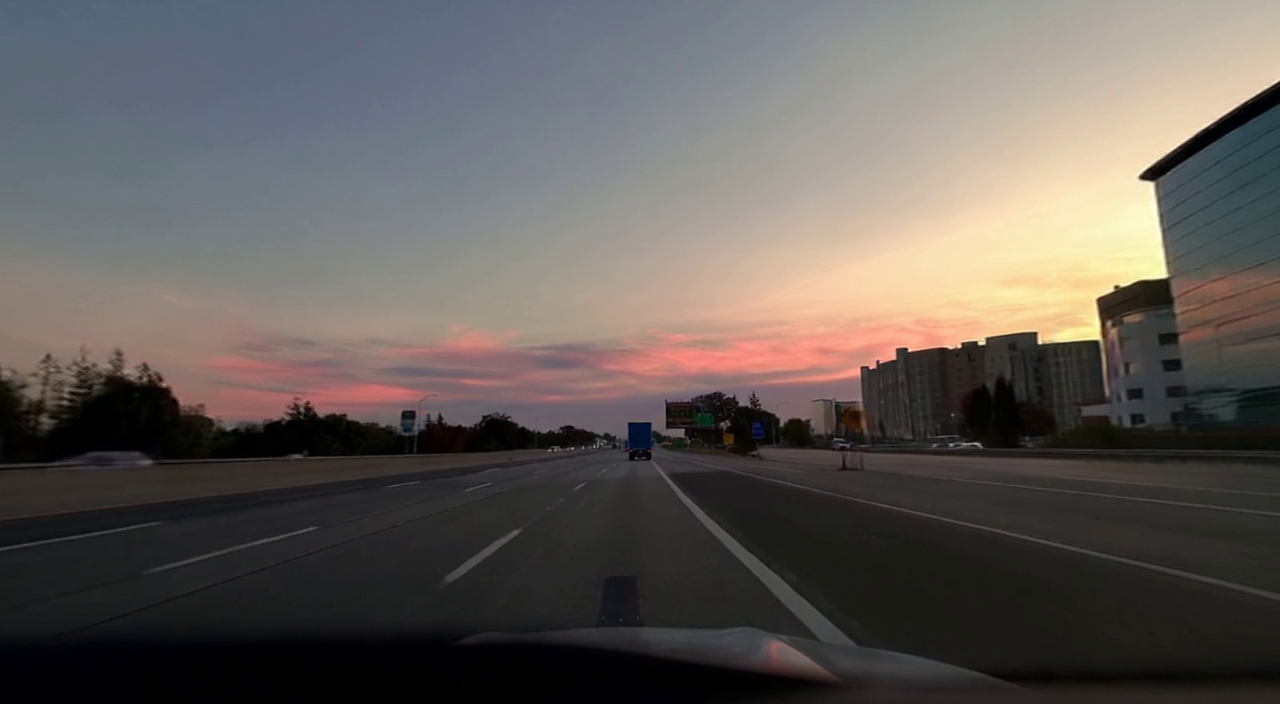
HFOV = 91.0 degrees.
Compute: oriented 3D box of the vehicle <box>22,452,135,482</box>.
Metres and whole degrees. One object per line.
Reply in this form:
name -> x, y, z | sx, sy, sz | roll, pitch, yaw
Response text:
vehicle -> -30.882, 6.319, 34.881 | 1.813, 1.512, 4.782 | 0, -9, 1
